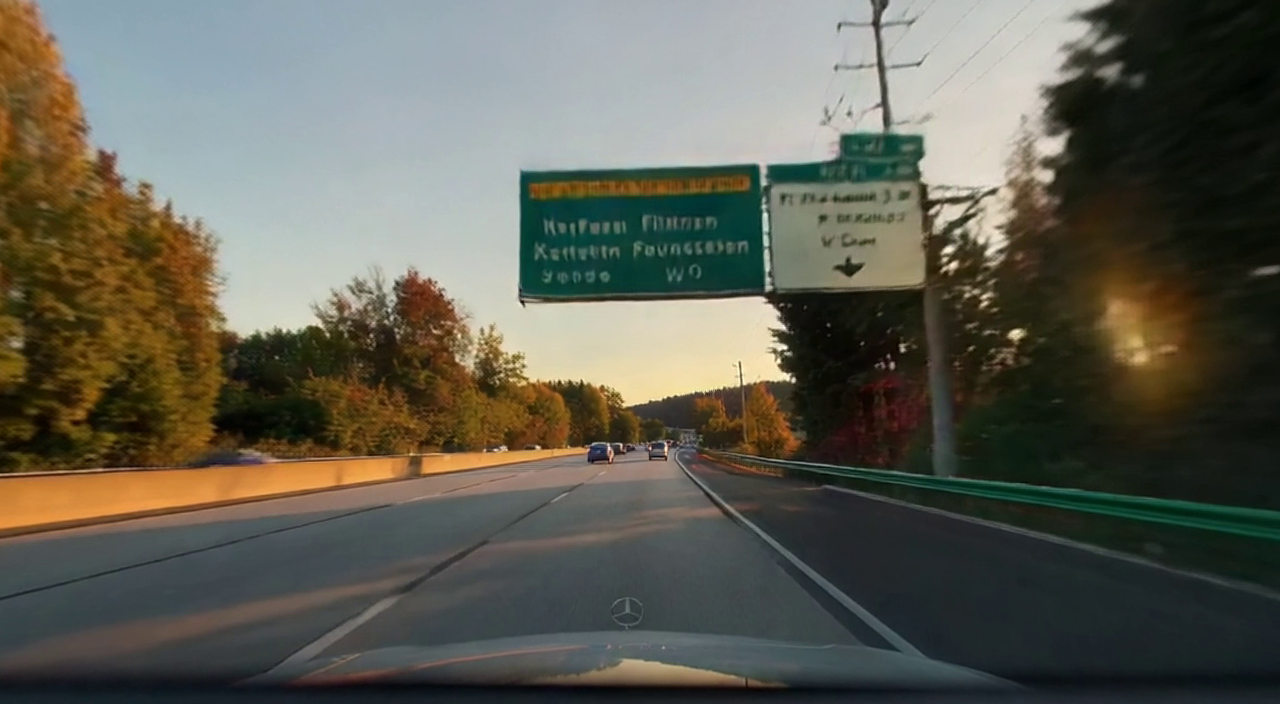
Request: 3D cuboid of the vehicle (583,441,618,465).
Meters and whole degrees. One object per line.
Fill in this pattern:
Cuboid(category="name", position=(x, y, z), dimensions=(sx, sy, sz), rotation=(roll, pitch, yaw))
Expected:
Cuboid(category="vehicle", position=(-2.717, 7.010, 43.903), dimensions=(2.021, 1.515, 4.453), rotation=(0, -8, 2))

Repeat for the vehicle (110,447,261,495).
Cuboid(category="vehicle", position=(-16.041, 4.185, 22.585), dimensions=(2.069, 1.485, 4.453), rotation=(0, -8, 1))
